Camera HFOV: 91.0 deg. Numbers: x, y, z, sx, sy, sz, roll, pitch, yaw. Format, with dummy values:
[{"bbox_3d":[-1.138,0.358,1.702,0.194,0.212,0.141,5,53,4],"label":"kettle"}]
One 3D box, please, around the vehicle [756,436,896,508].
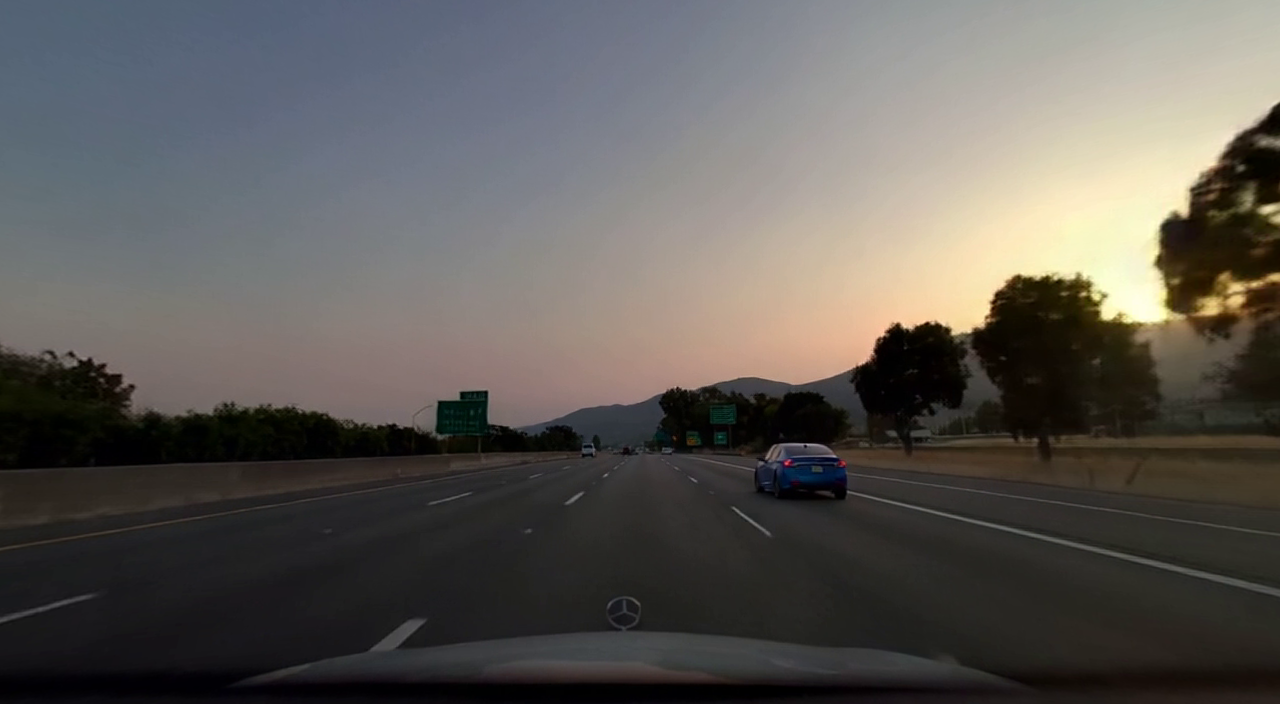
[{"bbox_3d":[4.294,2.852,15.422,2.033,1.501,4.398,0,-9,-1],"label":"vehicle"}]
